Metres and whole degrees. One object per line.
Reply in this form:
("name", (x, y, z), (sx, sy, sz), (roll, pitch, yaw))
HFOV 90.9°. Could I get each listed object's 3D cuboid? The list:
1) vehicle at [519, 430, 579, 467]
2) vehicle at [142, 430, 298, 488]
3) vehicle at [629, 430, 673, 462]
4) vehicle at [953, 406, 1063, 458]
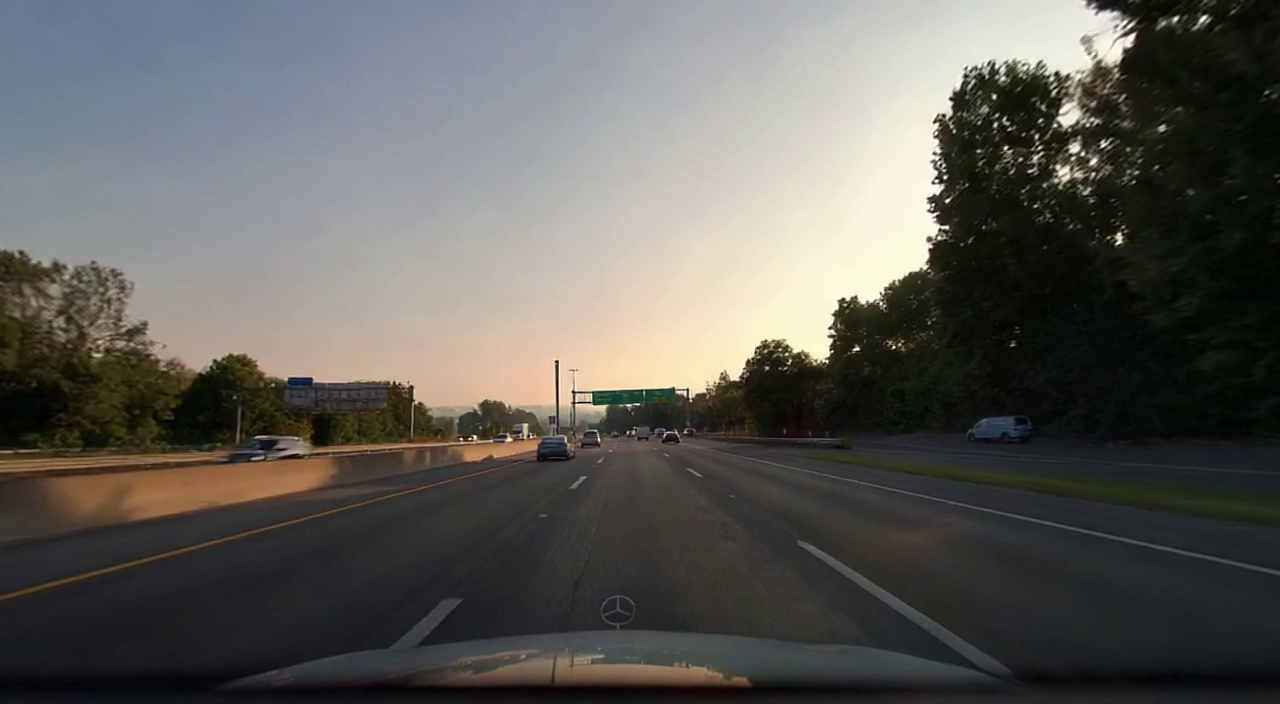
("vehicle", (-3.885, 4.208, 27.583), (2.014, 1.471, 4.380), (0, -8, -1))
("vehicle", (-11.798, 3.010, 18.073), (1.797, 1.467, 3.902), (0, -8, -1))
("vehicle", (0.503, 4.828, 32.520), (2.086, 1.554, 3.875), (0, -8, -2))
("vehicle", (19.722, 4.377, 34.218), (2.232, 2.540, 6.015), (0, -8, 0))
